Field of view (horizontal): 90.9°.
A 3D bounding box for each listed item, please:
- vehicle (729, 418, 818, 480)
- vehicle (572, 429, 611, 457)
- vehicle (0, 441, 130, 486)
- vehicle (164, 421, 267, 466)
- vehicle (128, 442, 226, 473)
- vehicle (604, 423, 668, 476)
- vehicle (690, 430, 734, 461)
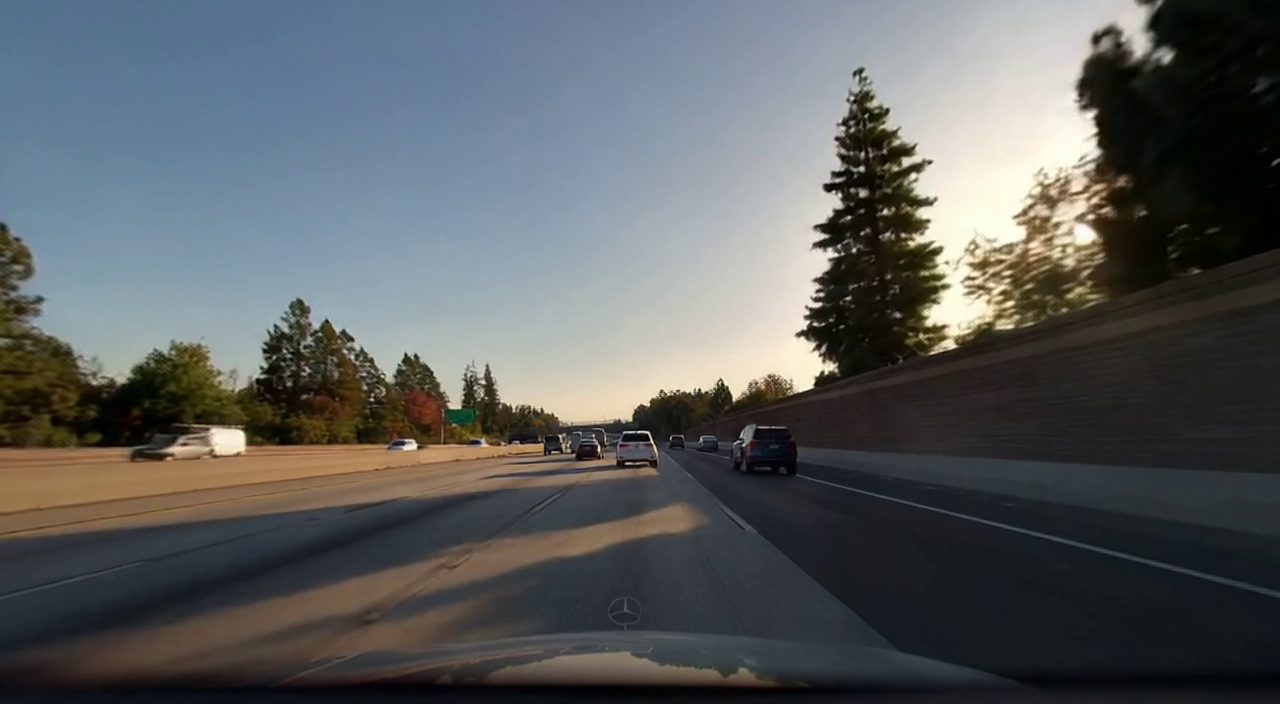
[{"bbox_3d":[4.321,3.246,21.171,2.017,1.847,4.299,0,-8,-1],"label":"vehicle"},{"bbox_3d":[-3.441,6.658,46.198,2.274,1.896,5.571,0,-8,2],"label":"vehicle"},{"bbox_3d":[-21.754,4.106,23.508,1.861,1.507,4.264,0,-8,1],"label":"vehicle"},{"bbox_3d":[-32.257,7.025,48.364,2.747,3.186,7.228,0,-8,1],"label":"vehicle"},{"bbox_3d":[-25.247,5.739,34.615,1.894,1.567,4.472,0,-8,0],"label":"vehicle"},{"bbox_3d":[-0.122,3.706,24.086,2.233,1.804,4.273,0,-8,0],"label":"vehicle"},{"bbox_3d":[3.995,5.280,35.583,2.001,1.651,3.916,0,-8,0],"label":"vehicle"}]
